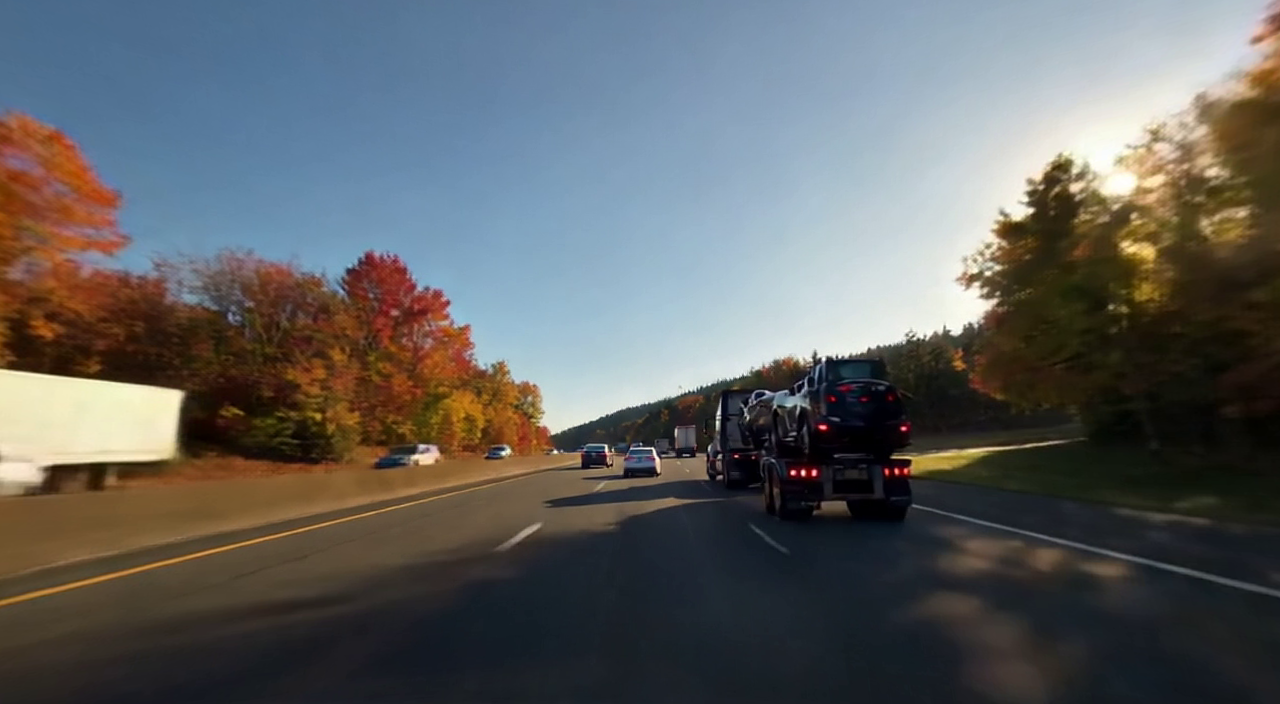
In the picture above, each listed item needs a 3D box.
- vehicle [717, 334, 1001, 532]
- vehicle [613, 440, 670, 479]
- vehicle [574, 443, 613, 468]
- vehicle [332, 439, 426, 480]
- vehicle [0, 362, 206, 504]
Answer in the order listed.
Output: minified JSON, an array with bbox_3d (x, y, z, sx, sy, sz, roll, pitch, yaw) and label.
[{"bbox_3d":[4.386,2.269,16.964,3.150,3.257,13.098,0,-8,1],"label":"vehicle"},{"bbox_3d":[0.125,4.407,26.104,2.152,1.484,4.211,0,-8,2],"label":"vehicle"},{"bbox_3d":[-2.752,6.198,37.860,1.928,1.464,3.706,0,-8,2],"label":"vehicle"},{"bbox_3d":[-10.598,4.371,25.919,1.948,1.535,4.152,-1,-8,3],"label":"vehicle"},{"bbox_3d":[-18.542,2.696,20.444,2.838,3.779,7.955,0,-8,2],"label":"vehicle"}]
